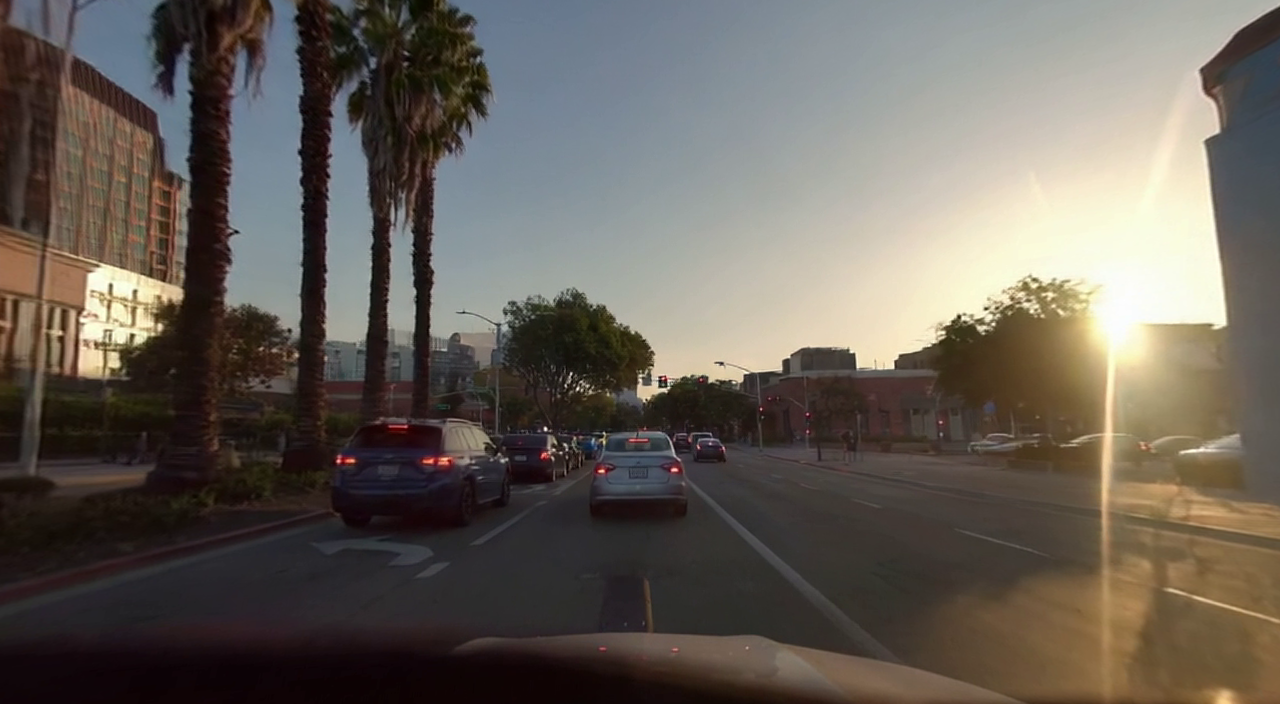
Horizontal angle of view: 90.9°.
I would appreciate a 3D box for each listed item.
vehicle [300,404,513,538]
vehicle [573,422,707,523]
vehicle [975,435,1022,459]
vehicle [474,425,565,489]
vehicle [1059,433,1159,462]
[{"bbox_3d":[-3.498,1.890,10.501,1.914,1.741,4.398,0,-9,-1],"label":"vehicle"},{"bbox_3d":[-0.023,2.234,12.169,2.114,1.585,4.285,0,-9,-1],"label":"vehicle"},{"bbox_3d":[25.929,6.900,45.756,1.882,1.672,3.957,-2,-9,14],"label":"vehicle"},{"bbox_3d":[-3.440,3.097,18.825,1.840,1.684,4.041,0,-9,1],"label":"vehicle"},{"bbox_3d":[25.436,5.203,34.285,3.914,1.427,1.779,-2,-8,5],"label":"vehicle"}]
